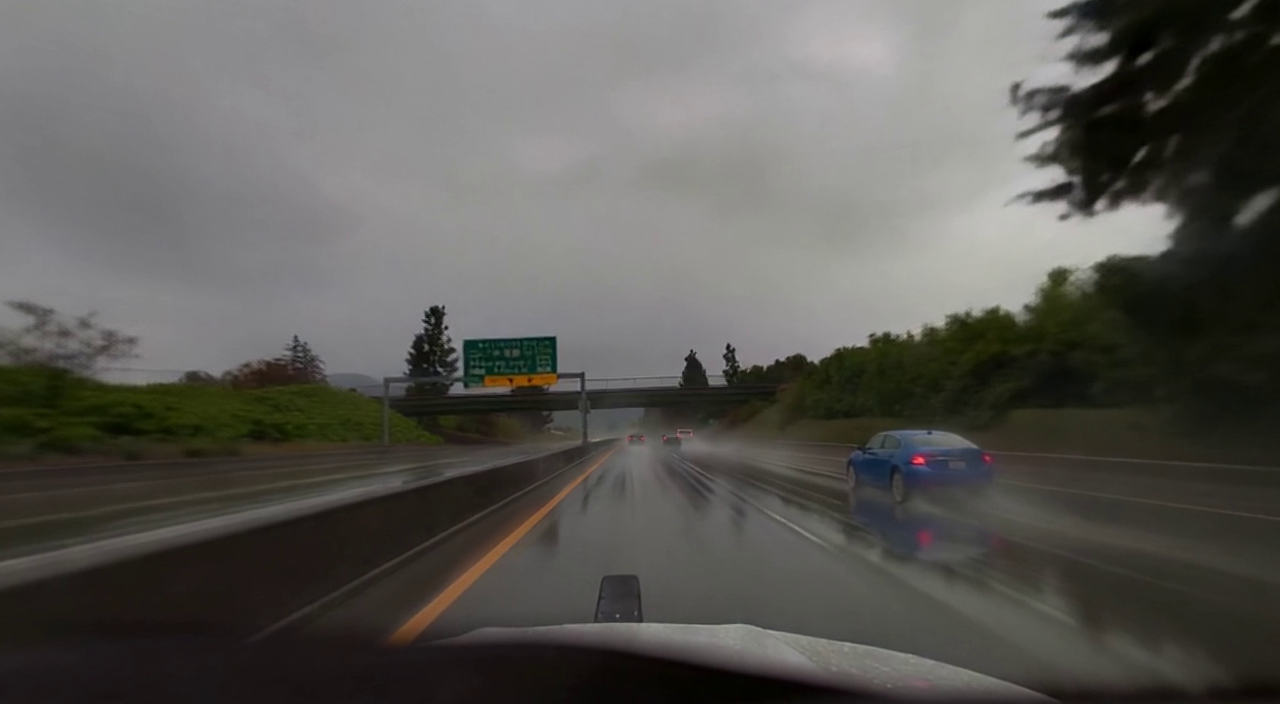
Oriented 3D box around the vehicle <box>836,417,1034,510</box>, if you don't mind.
[{"bbox_3d":[5.726,2.194,12.929,1.940,1.578,4.122,0,-8,-2],"label":"vehicle"}]
